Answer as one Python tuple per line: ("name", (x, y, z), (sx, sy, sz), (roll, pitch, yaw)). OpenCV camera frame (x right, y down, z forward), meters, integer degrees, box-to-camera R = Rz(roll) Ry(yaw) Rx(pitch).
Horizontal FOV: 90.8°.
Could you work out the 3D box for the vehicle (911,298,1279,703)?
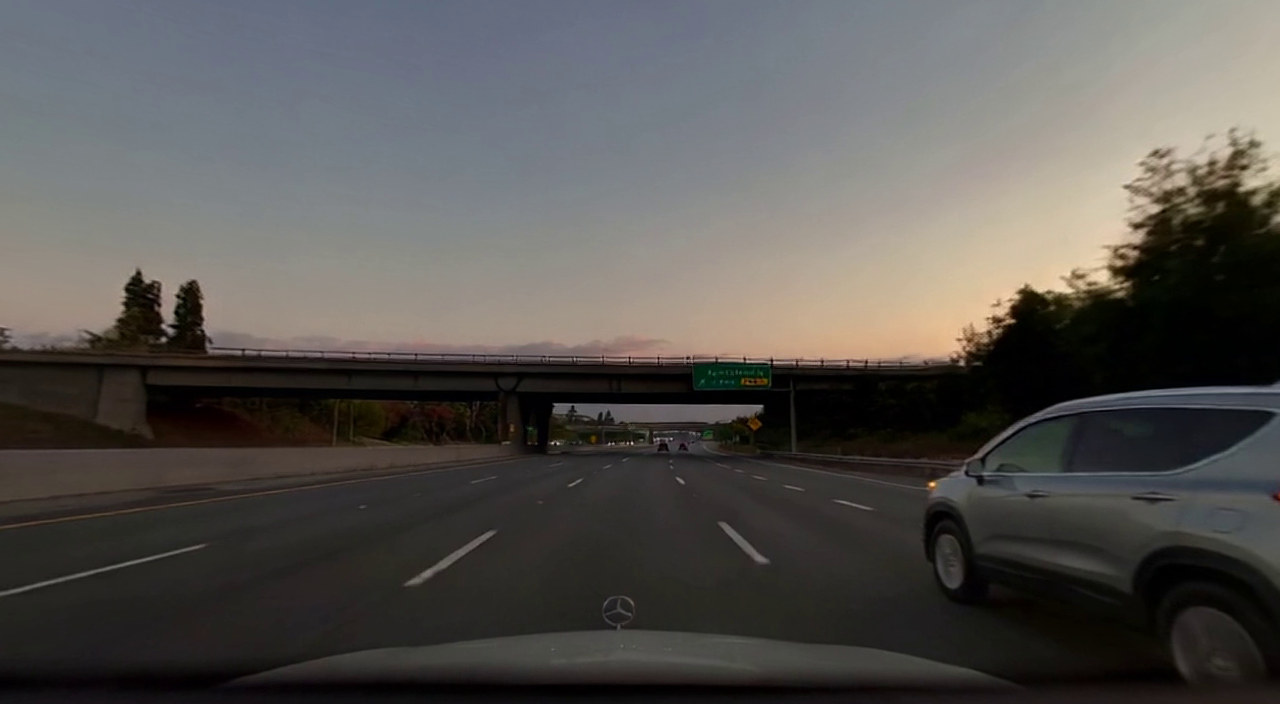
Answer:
("vehicle", (3.648, 0.869, 3.330), (2.155, 1.918, 4.945), (0, -9, -1))
